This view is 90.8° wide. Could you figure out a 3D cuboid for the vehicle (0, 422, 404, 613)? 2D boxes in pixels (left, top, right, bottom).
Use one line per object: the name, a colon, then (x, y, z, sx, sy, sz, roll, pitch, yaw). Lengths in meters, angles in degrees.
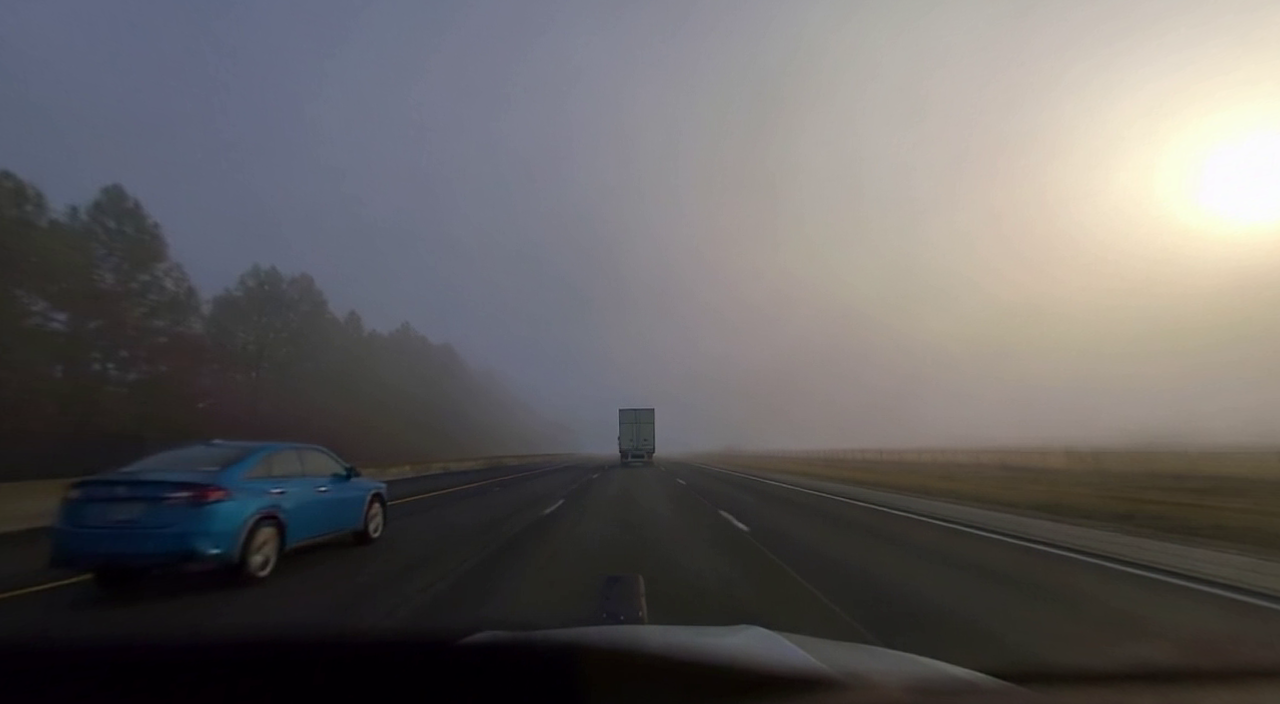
vehicle: (-4.320, 1.615, 6.948, 1.937, 1.493, 3.779, 0, -9, 0)
